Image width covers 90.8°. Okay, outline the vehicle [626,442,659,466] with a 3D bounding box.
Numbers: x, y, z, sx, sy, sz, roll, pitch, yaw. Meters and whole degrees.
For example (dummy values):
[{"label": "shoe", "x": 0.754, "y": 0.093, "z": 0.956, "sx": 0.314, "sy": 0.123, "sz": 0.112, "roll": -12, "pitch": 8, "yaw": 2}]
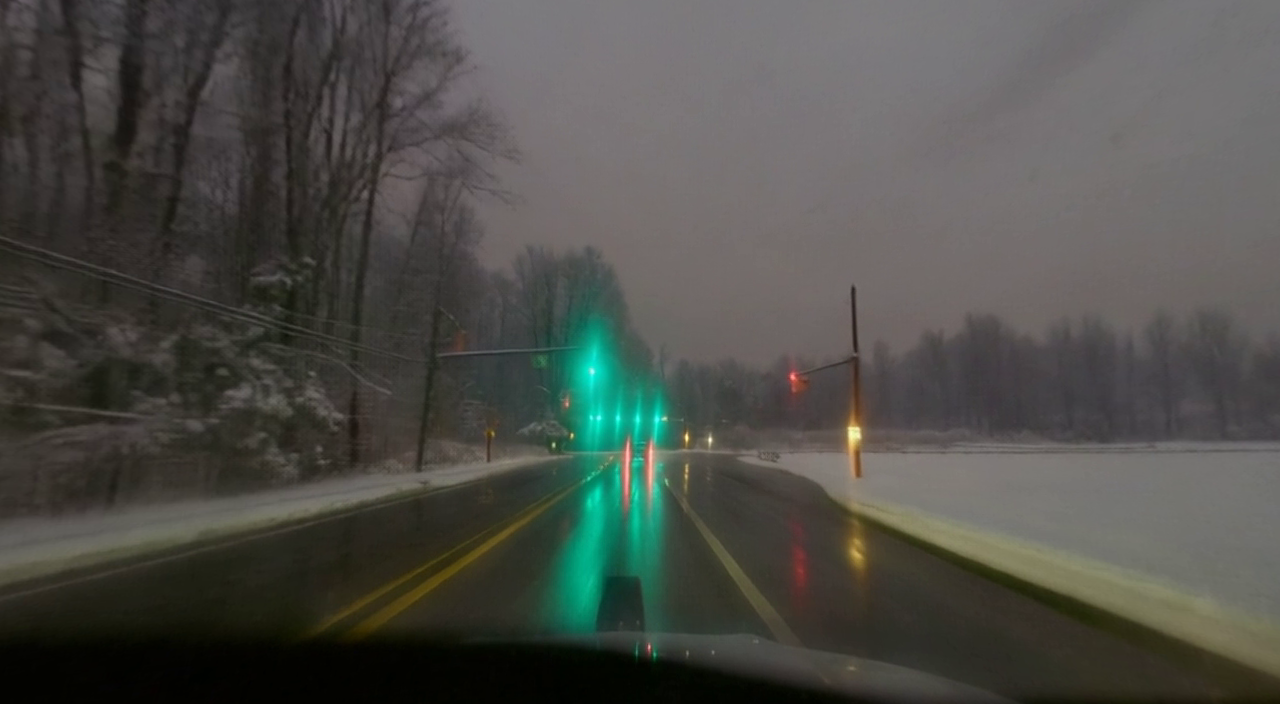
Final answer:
[{"label": "vehicle", "x": 0.202, "y": 6.694, "z": 41.702, "sx": 2.042, "sy": 1.489, "sz": 3.963, "roll": 0, "pitch": -9, "yaw": 1}]
